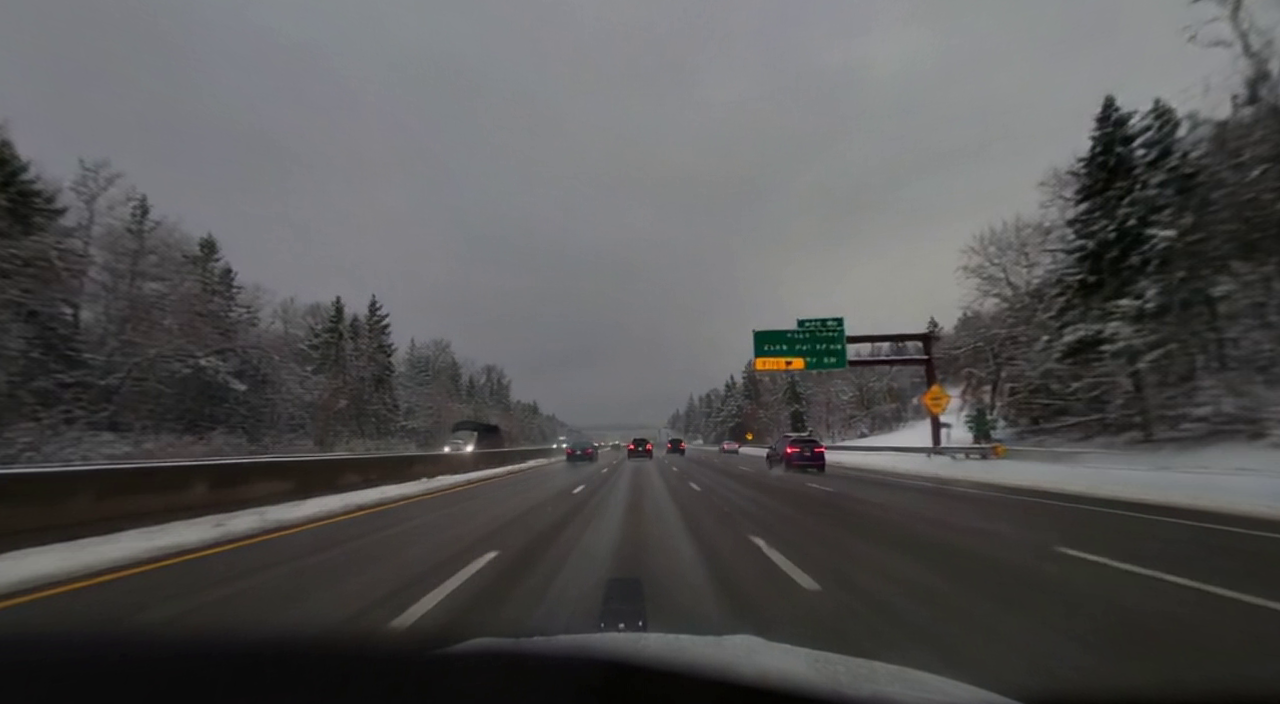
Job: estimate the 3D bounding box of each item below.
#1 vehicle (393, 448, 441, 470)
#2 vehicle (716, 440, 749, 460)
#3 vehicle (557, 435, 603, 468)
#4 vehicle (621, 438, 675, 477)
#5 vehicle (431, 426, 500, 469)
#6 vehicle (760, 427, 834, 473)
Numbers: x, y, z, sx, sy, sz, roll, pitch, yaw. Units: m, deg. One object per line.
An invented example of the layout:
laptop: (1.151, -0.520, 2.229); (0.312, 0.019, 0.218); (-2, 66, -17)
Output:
vehicle: (-16.059, 7.725, 45.666); (1.845, 1.507, 4.187); (0, -8, 2)
vehicle: (7.103, 7.582, 48.861); (1.894, 1.511, 4.148); (0, -8, -1)
vehicle: (-3.348, 5.655, 36.058); (2.140, 1.720, 4.410); (0, -8, 1)
vehicle: (0.292, 4.324, 26.071); (2.071, 1.464, 4.162); (0, -8, 0)
vehicle: (-12.486, 6.917, 45.872); (2.779, 2.896, 7.441); (0, -8, 0)
vehicle: (7.159, 4.538, 29.366); (2.094, 1.916, 5.099); (0, -8, -1)
